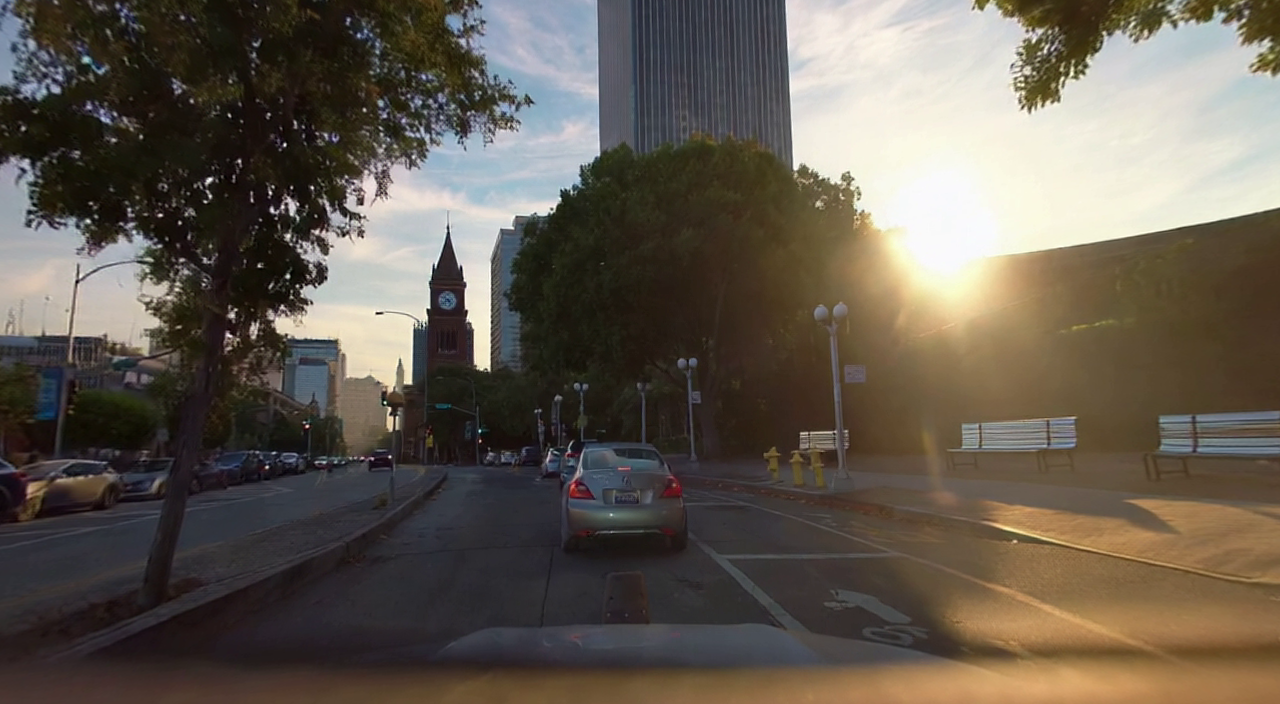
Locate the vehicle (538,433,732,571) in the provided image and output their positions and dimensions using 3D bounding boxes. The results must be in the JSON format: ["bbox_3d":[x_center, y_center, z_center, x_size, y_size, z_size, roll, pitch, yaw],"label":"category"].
[{"bbox_3d":[-0.241,1.945,9.026,2.142,1.475,4.051,1,-8,-6],"label":"vehicle"}]
